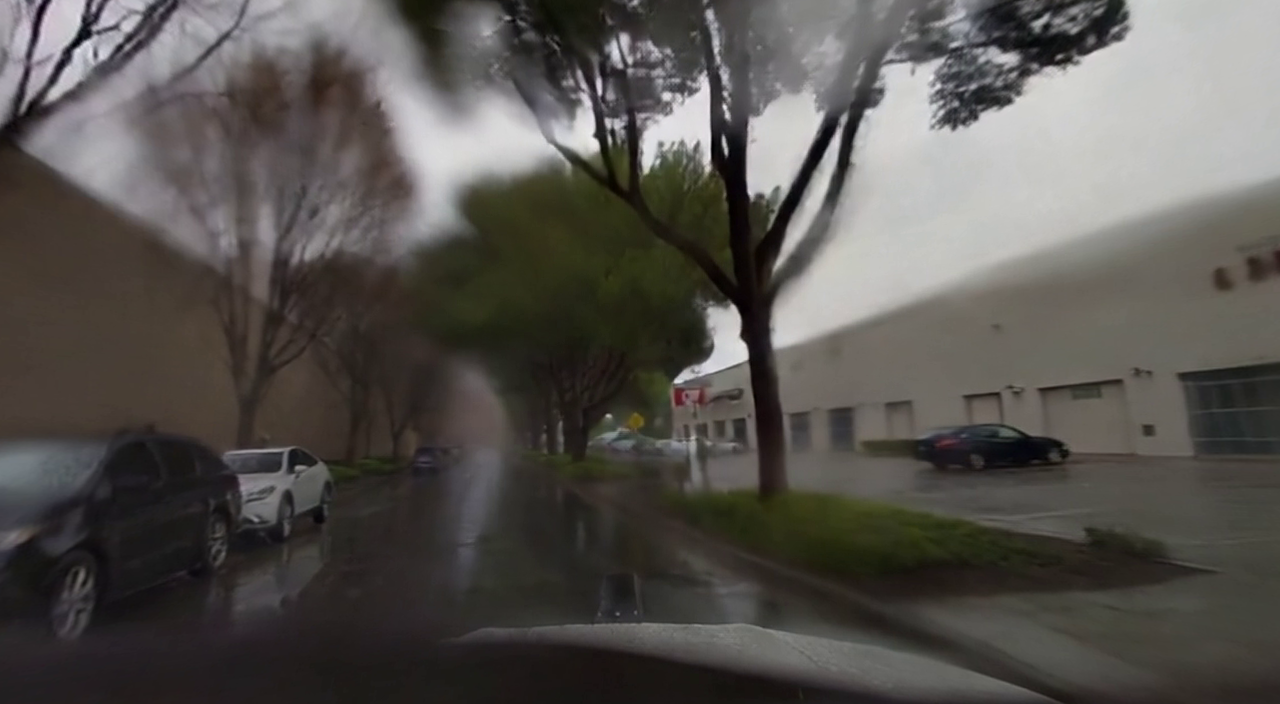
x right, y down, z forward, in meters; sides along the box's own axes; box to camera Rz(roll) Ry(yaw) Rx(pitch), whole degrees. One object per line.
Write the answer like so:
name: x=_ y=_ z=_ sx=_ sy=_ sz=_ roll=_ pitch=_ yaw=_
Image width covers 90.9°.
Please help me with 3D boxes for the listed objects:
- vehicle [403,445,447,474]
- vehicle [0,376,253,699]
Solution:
vehicle: x=-12.984 y=6.538 z=38.218 sx=2.040 sy=1.501 sz=4.440 roll=-2 pitch=-9 yaw=-13
vehicle: x=-4.894 y=1.323 z=4.982 sx=1.902 sy=1.712 sz=4.729 roll=-1 pitch=-9 yaw=-16
